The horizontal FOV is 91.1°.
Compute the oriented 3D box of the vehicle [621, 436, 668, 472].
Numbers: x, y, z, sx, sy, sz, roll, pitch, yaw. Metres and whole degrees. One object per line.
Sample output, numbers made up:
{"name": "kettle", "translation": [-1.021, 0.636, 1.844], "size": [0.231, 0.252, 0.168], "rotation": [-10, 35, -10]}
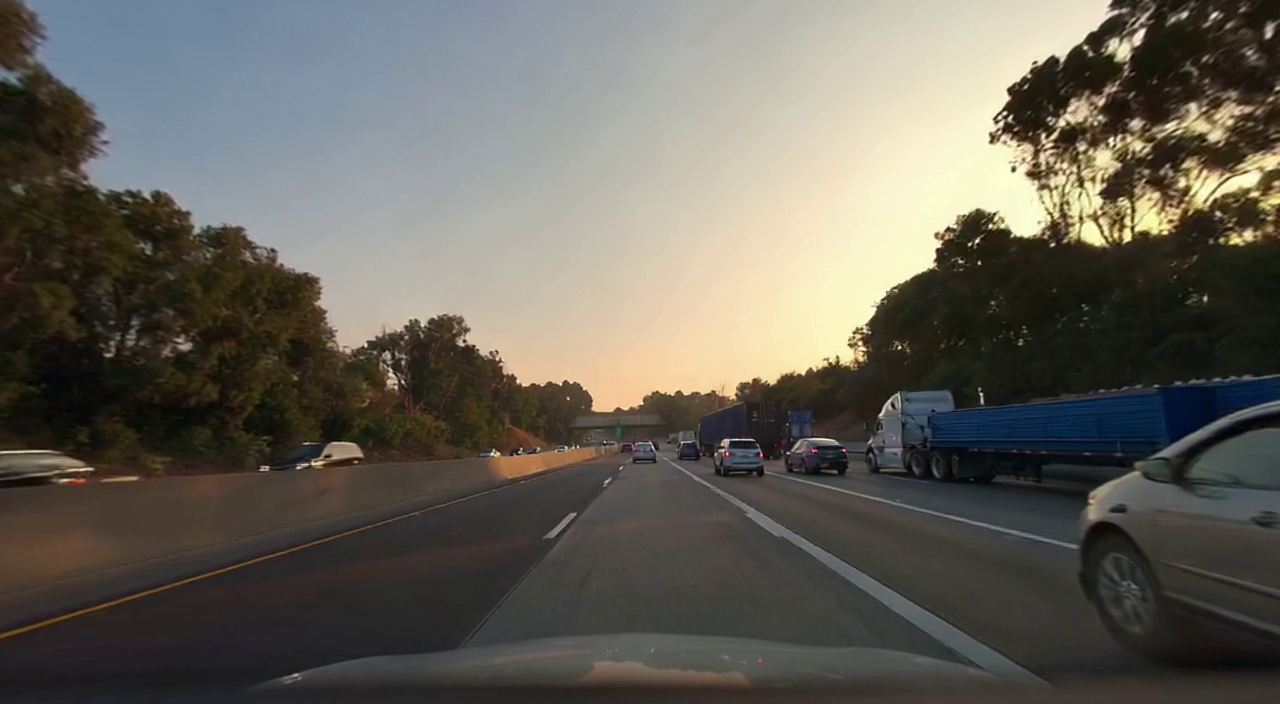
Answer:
{"name": "vehicle", "translation": [0.196, 5.333, 32.935], "size": [2.313, 1.736, 4.215], "rotation": [0, -8, -1]}

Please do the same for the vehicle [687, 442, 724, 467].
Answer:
{"name": "vehicle", "translation": [4.078, 6.459, 39.823], "size": [1.888, 1.501, 4.608], "rotation": [0, -8, 0]}

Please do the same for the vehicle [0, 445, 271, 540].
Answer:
{"name": "vehicle", "translation": [-9.549, 2.578, 12.256], "size": [1.941, 1.486, 4.360], "rotation": [0, -8, 1]}

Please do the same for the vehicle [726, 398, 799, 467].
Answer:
{"name": "vehicle", "translation": [7.838, 5.401, 41.462], "size": [2.784, 4.002, 9.298], "rotation": [0, -8, -1]}

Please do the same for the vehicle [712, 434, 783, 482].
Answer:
{"name": "vehicle", "translation": [4.077, 4.070, 24.411], "size": [1.972, 1.693, 4.139], "rotation": [0, -8, -1]}

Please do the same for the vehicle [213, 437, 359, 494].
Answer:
{"name": "vehicle", "translation": [-13.440, 4.310, 24.411], "size": [2.249, 1.925, 5.566], "rotation": [0, -8, 2]}

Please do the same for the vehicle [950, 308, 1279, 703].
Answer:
{"name": "vehicle", "translation": [3.822, 0.815, 3.104], "size": [2.091, 1.878, 4.920], "rotation": [0, -8, 1]}

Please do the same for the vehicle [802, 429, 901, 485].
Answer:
{"name": "vehicle", "translation": [7.630, 3.828, 23.228], "size": [1.985, 1.835, 4.681], "rotation": [0, -8, -1]}
